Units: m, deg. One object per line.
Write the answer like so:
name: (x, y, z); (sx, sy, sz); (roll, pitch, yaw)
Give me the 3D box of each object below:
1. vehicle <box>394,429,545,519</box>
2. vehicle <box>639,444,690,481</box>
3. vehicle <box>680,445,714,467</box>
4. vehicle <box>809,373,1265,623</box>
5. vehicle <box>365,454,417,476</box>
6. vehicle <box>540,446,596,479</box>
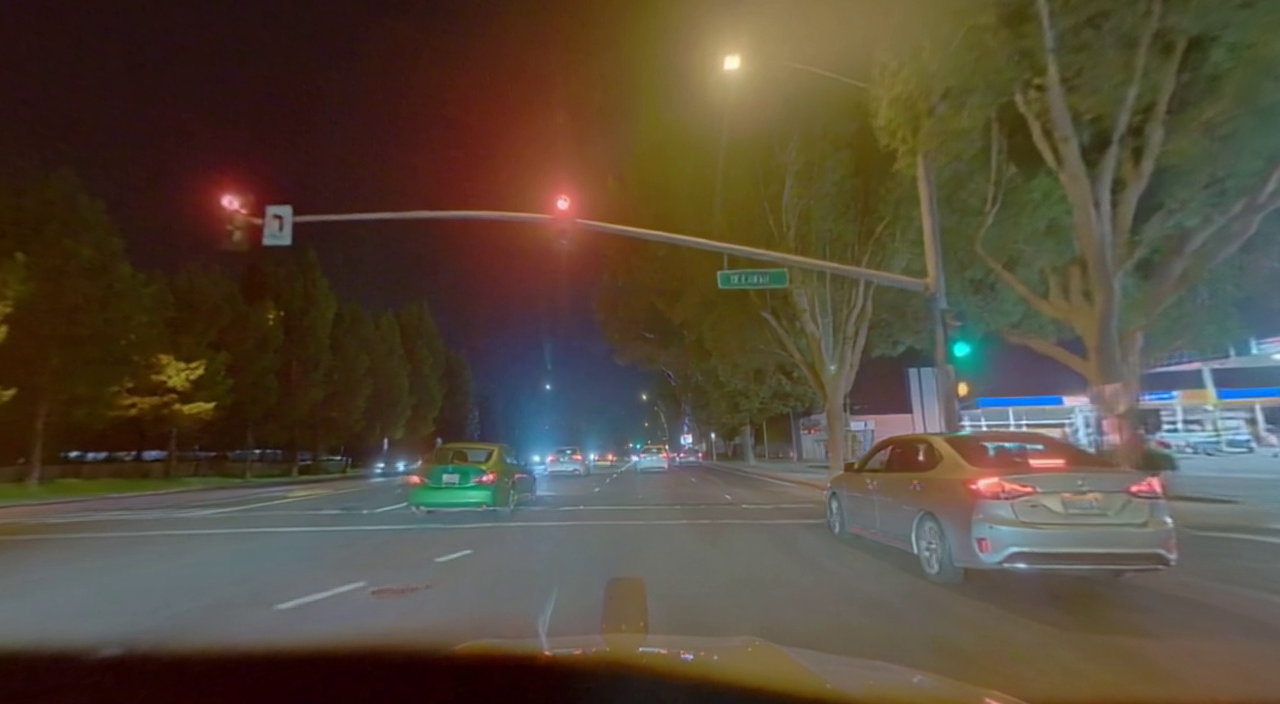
vehicle: (-3.628, 2.701, 14.523); (2.023, 1.687, 4.874); (0, -8, 1)
vehicle: (0.950, 4.674, 26.890); (1.994, 1.433, 3.894); (0, -8, -1)
vehicle: (3.956, 7.299, 44.548); (1.920, 1.479, 4.548); (0, -8, 0)
vehicle: (3.501, 1.389, 6.920); (1.992, 1.805, 4.549); (0, -8, 0)
vehicle: (-17.985, 8.153, 45.757); (1.858, 1.460, 4.447); (-1, -8, 1)
vehicle: (-3.316, 5.183, 29.955); (1.995, 1.436, 4.500); (0, -8, 1)
